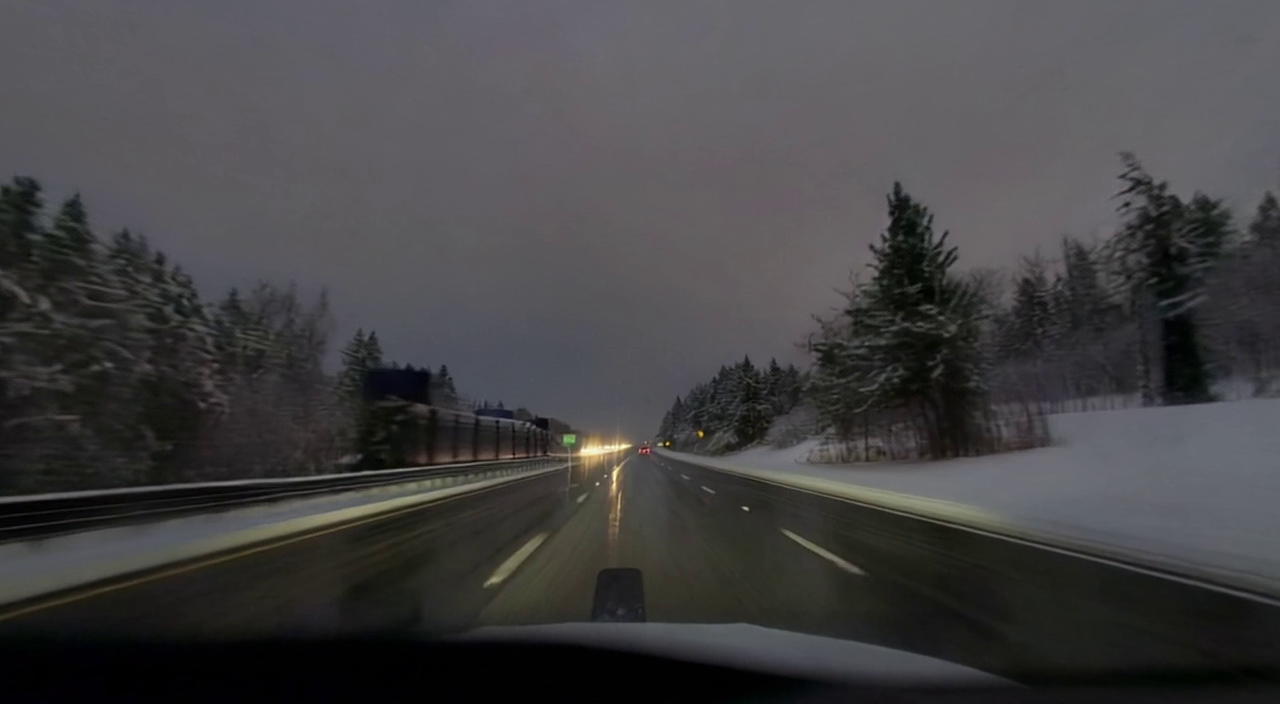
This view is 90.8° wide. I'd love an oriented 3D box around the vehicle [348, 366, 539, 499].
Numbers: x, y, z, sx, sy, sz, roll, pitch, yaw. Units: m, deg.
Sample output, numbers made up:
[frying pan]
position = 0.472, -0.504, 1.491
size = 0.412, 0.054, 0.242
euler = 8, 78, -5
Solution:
[vehicle]
position = -6.640, 3.347, 24.890
size = 2.939, 3.731, 14.269
euler = 0, -9, 0
